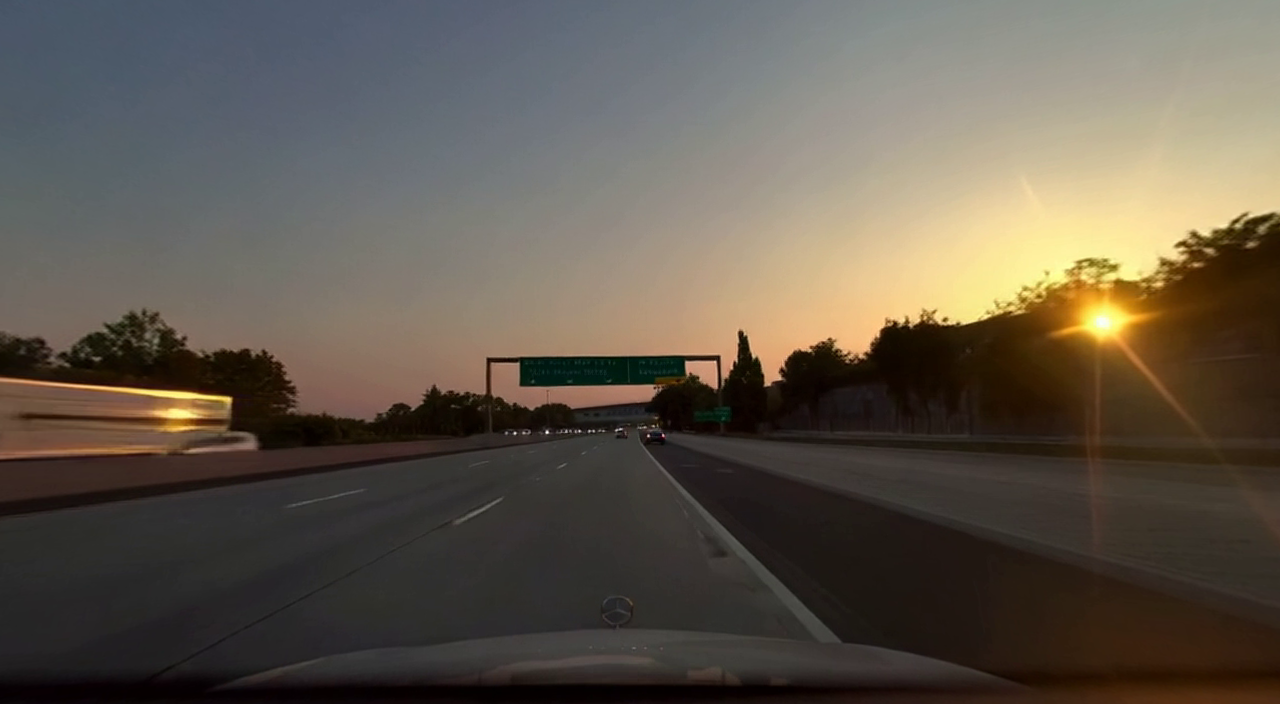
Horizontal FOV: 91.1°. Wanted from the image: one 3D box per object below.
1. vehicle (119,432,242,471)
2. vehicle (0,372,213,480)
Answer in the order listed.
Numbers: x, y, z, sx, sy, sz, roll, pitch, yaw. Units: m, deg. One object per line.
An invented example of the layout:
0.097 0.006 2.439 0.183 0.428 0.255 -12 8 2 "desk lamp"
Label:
-19.610 4.230 27.111 2.006 1.532 4.335 0 -8 0 "vehicle"
-24.178 3.288 27.163 2.823 3.783 12.551 0 -8 -1 "vehicle"
